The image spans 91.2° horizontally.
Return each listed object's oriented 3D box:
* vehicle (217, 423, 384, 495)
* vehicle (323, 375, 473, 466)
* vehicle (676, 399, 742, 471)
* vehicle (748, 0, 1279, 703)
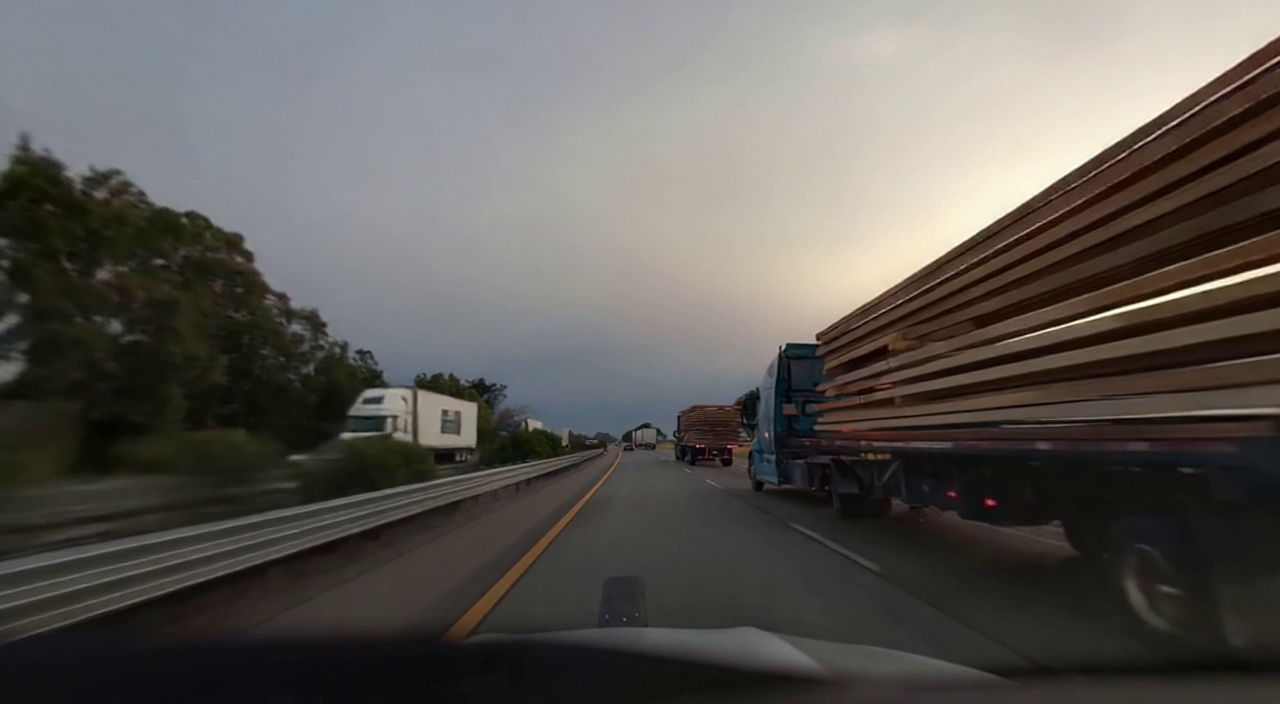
[{"bbox_3d":[-8.723,2.793,16.671,1.952,1.647,4.249,0,-9,2],"label":"vehicle"},{"bbox_3d":[-12.488,4.102,34.617,2.969,4.021,13.849,0,-9,-1],"label":"vehicle"},{"bbox_3d":[4.379,5.867,43.952,3.023,4.054,16.882,0,-8,1],"label":"vehicle"},{"bbox_3d":[4.535,0.713,9.447,3.024,4.065,13.796,-1,-8,-1],"label":"vehicle"}]
